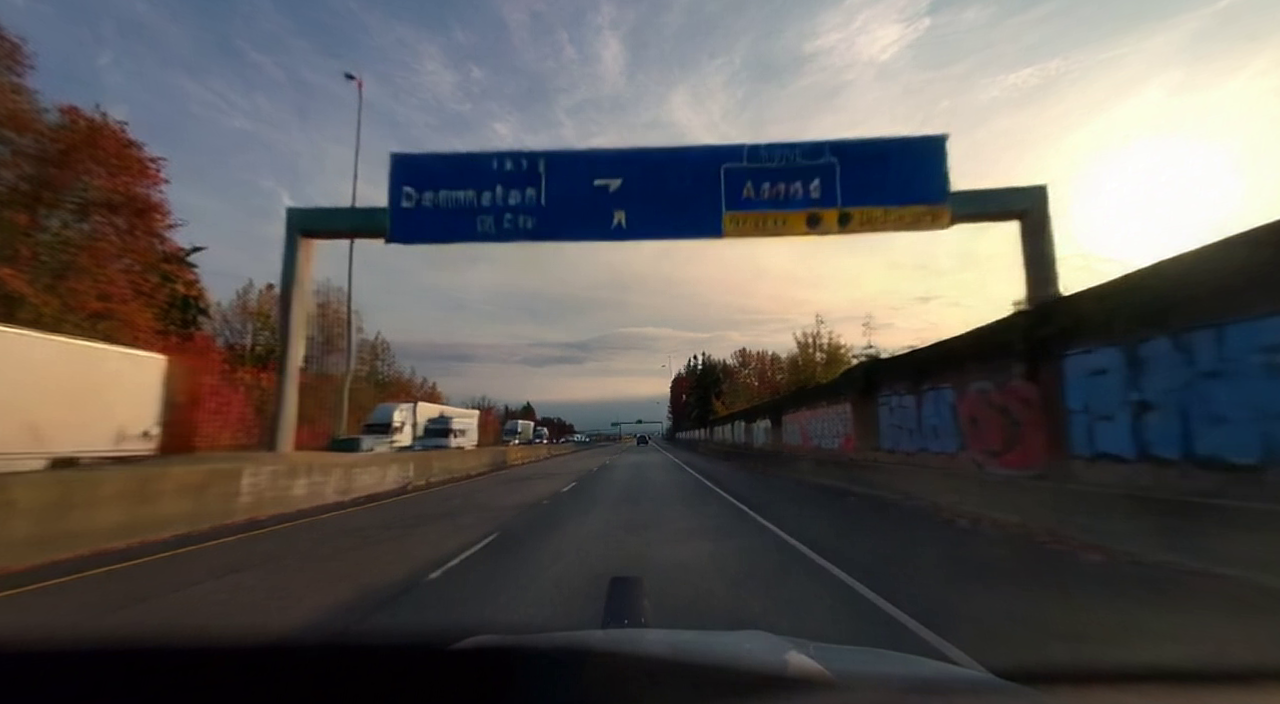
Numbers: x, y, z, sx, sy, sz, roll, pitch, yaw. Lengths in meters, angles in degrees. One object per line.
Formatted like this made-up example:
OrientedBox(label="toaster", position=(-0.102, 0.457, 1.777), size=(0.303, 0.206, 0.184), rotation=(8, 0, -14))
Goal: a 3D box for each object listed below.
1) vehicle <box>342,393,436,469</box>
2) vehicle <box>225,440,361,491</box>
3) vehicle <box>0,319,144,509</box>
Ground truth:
OrientedBox(label="vehicle", position=(-14.841, 4.777, 37.721), size=(3.033, 4.136, 5.972), rotation=(0, -8, 0))
OrientedBox(label="vehicle", position=(-10.675, 3.487, 19.786), size=(1.857, 1.432, 4.189), rotation=(0, -8, 1))
OrientedBox(label="vehicle", position=(-15.377, 0.880, 10.384), size=(2.927, 4.085, 13.949), rotation=(0, -8, 0))
